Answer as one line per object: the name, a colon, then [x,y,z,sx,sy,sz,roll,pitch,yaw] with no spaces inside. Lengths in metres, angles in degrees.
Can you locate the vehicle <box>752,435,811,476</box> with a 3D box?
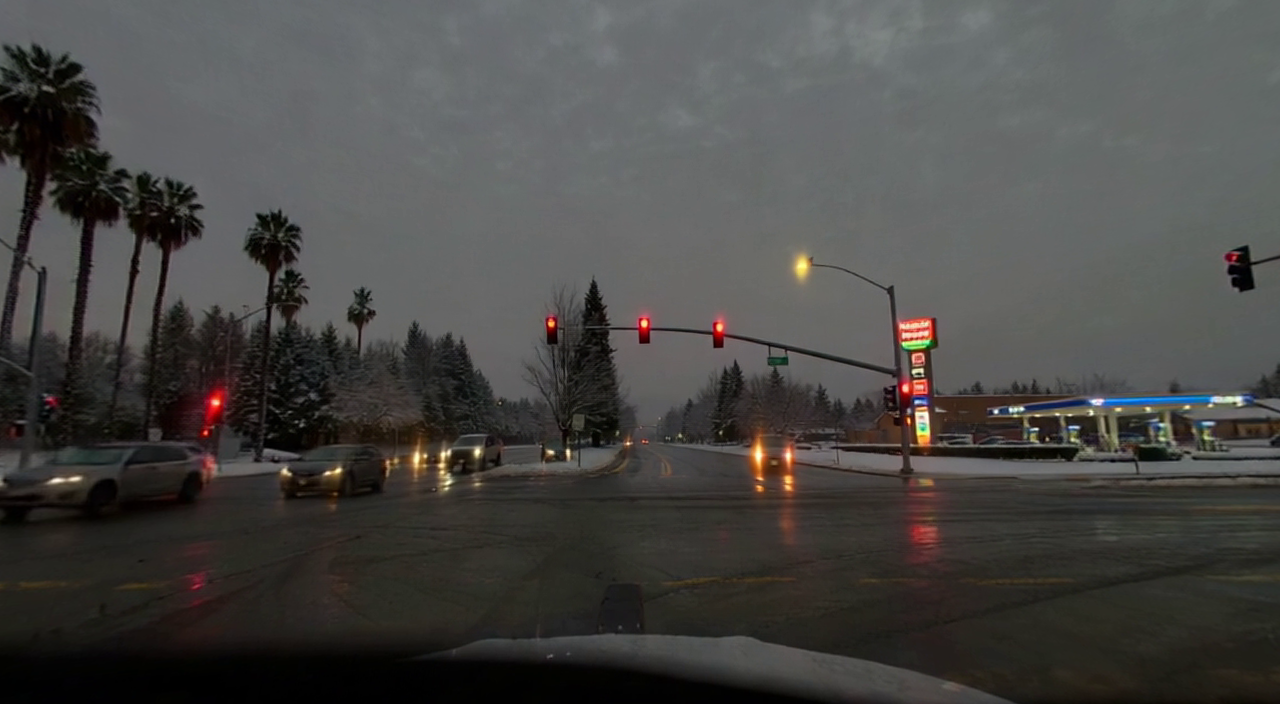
vehicle: [6.802,4.885,29.961,1.929,1.719,4.892,-3,-9,21]

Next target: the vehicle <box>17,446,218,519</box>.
vehicle: [-11.871,2.935,14.706,1.633,1.460,3.540,0,-9,-1]

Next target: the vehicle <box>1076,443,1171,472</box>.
vehicle: [24.253,5.299,31.744,3.474,1.376,1.538,0,-9,-2]

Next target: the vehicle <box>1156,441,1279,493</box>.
vehicle: [18.667,3.403,18.827,5.015,1.446,1.862,0,-9,-3]

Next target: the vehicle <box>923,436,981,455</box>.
vehicle: [22.525,6.765,45.666,3.356,1.395,1.559,0,-9,-1]

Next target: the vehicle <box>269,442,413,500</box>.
vehicle: [-8.750,3.515,19.086,2.034,1.510,4.647,0,-9,1]

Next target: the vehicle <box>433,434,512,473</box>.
vehicle: [-8.668,5.337,33.407,2.609,1.865,5.875,0,-9,0]

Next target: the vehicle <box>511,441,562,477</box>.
vehicle: [-4.642,4.872,28.954,2.079,1.490,5.064,1,-9,-7]
